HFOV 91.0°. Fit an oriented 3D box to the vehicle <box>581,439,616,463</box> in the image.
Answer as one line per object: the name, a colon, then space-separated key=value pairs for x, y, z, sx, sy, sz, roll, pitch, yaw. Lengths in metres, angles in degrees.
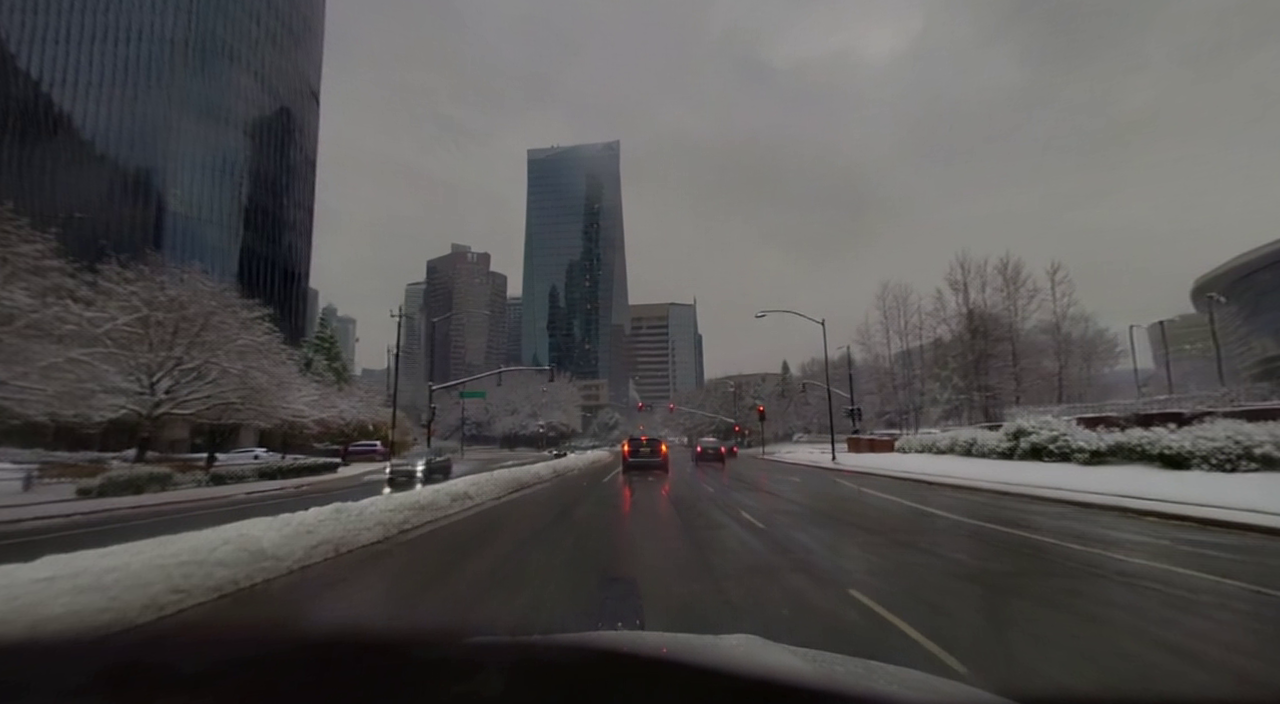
vehicle: x=-2.850 y=7.003 z=44.494 sx=2.103 sy=1.569 sz=3.861 roll=0 pitch=-9 yaw=2

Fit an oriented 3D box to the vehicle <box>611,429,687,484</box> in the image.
vehicle: x=0.307 y=3.930 z=23.838 sx=2.601 sy=1.878 sz=4.535 roll=0 pitch=-9 yaw=0

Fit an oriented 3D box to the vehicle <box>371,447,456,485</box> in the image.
vehicle: x=-10.097 y=5.091 z=28.476 sx=1.967 sy=1.552 sz=4.536 roll=0 pitch=-9 yaw=3
